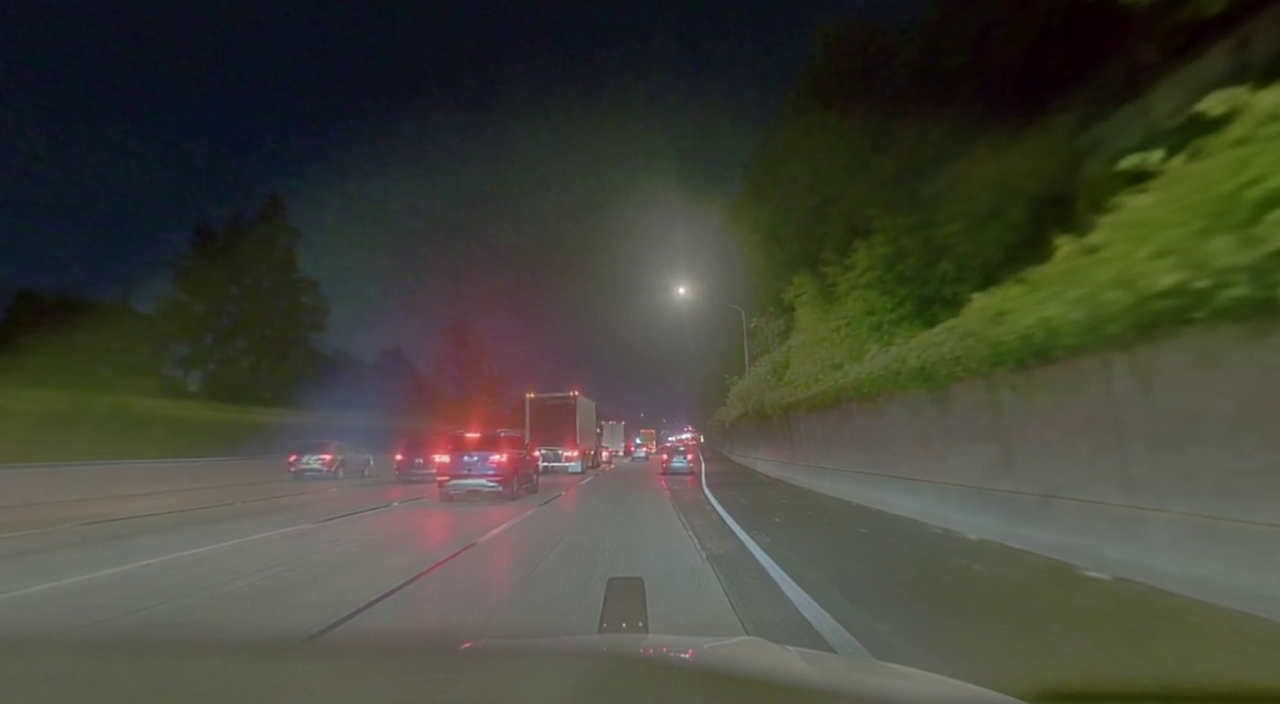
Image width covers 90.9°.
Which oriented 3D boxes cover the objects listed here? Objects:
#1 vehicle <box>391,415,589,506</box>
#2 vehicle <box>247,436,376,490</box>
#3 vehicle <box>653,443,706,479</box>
[{"bbox_3d":[-3.867,3.465,21.318,3.050,1.964,15.030,0,-8,0],"label":"vehicle"},{"bbox_3d":[-11.583,3.913,22.706,2.073,1.722,4.664,0,-8,1],"label":"vehicle"},{"bbox_3d":[1.739,4.768,27.894,2.176,1.493,3.955,-1,-8,3],"label":"vehicle"}]
